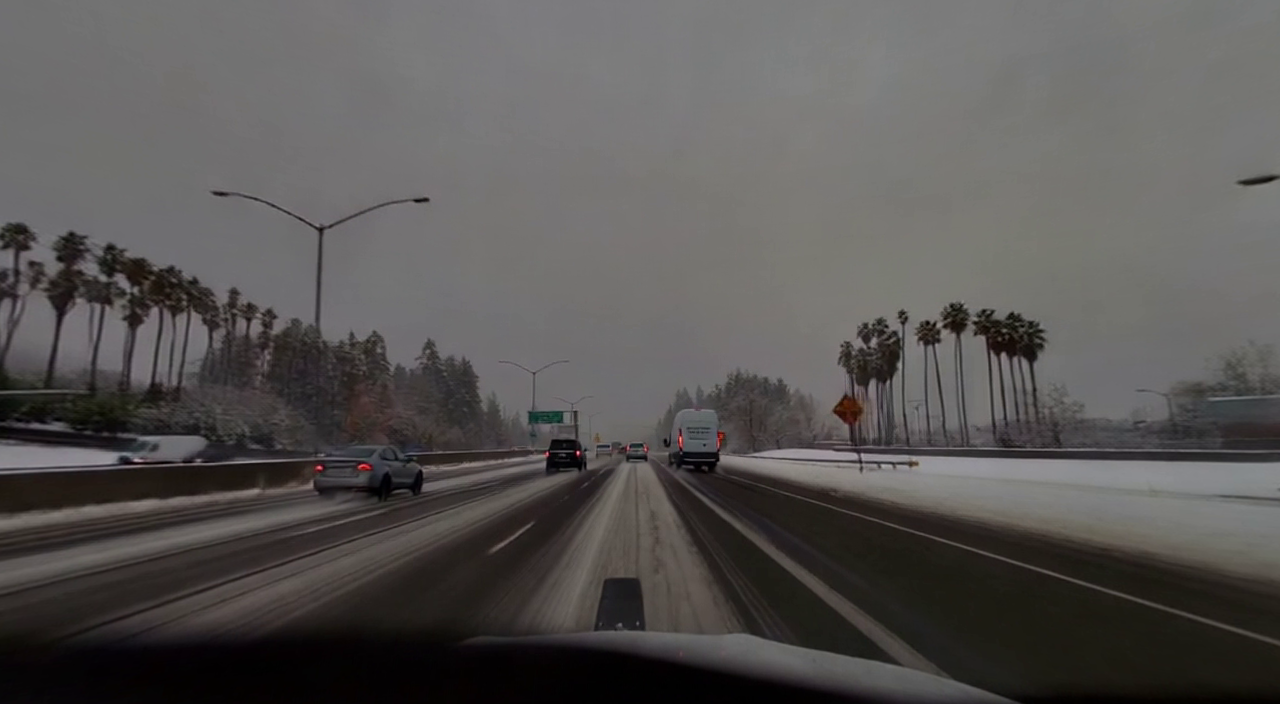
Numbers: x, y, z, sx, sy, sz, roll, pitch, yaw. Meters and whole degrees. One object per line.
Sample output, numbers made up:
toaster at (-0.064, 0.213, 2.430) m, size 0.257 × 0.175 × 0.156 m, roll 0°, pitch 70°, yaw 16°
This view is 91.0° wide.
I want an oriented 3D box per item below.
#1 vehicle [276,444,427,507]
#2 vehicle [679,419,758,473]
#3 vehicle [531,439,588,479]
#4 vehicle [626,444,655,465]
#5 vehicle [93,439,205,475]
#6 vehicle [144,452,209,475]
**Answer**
vehicle at (-7.647, 3.306, 17.269) m, size 2.050 × 1.487 × 4.372 m, roll 0°, pitch -9°, yaw 0°
vehicle at (4.227, 5.731, 38.033) m, size 2.891 × 2.596 × 15.534 m, roll 0°, pitch -9°, yaw 0°
vehicle at (-3.577, 4.837, 28.635) m, size 2.017 × 1.683 × 4.094 m, roll 0°, pitch -9°, yaw 0°
vehicle at (0.042, 7.794, 48.005) m, size 2.085 × 1.507 × 4.096 m, roll 0°, pitch -9°, yaw 0°
vehicle at (-36.025, 7.752, 46.603) m, size 2.301 × 2.392 × 7.242 m, roll 0°, pitch -9°, yaw 1°
vehicle at (-31.753, 7.632, 43.261) m, size 1.649 × 1.463 × 3.657 m, roll 0°, pitch -9°, yaw 1°
